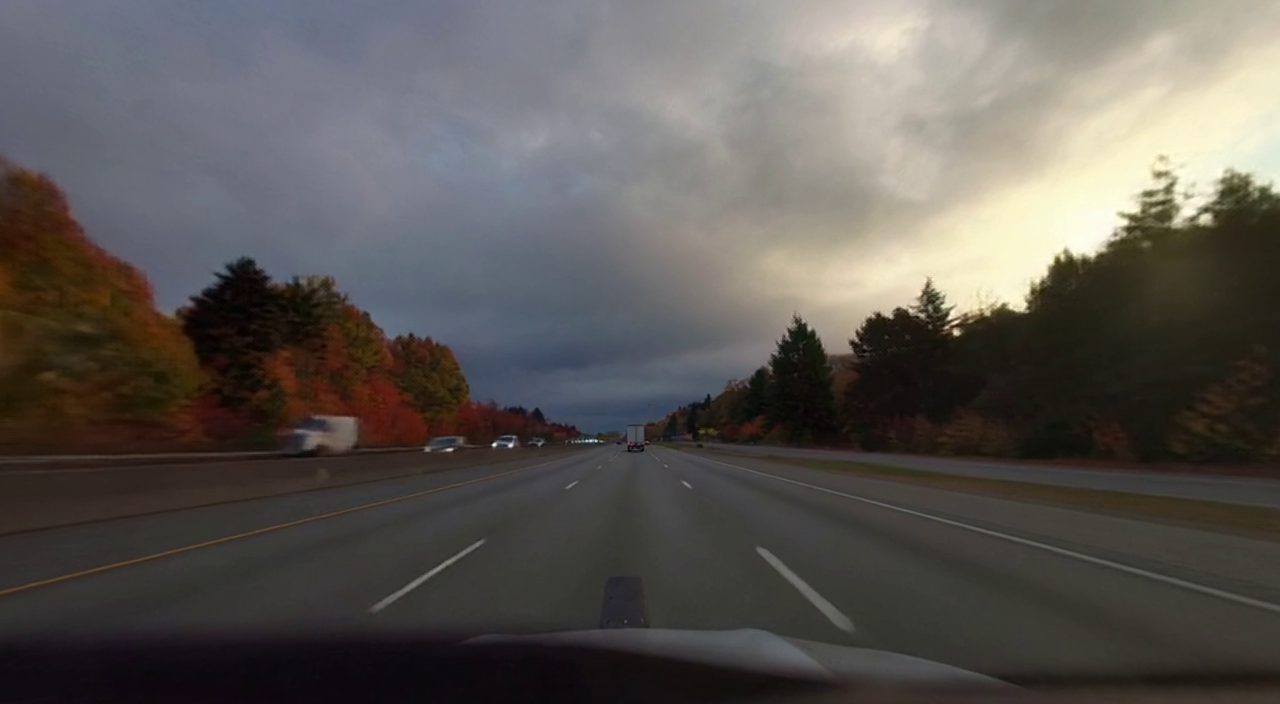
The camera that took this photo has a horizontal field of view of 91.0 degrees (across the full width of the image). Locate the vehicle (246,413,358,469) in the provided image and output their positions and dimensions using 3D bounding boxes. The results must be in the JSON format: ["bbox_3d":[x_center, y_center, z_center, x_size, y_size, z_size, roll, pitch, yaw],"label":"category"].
[{"bbox_3d":[-15.350,4.102,28.998,2.252,2.301,5.183,0,-8,0],"label":"vehicle"}]

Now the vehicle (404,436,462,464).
[{"bbox_3d":[-11.763,5.597,36.034,1.870,1.491,4.088,0,-8,0],"label":"vehicle"}]
